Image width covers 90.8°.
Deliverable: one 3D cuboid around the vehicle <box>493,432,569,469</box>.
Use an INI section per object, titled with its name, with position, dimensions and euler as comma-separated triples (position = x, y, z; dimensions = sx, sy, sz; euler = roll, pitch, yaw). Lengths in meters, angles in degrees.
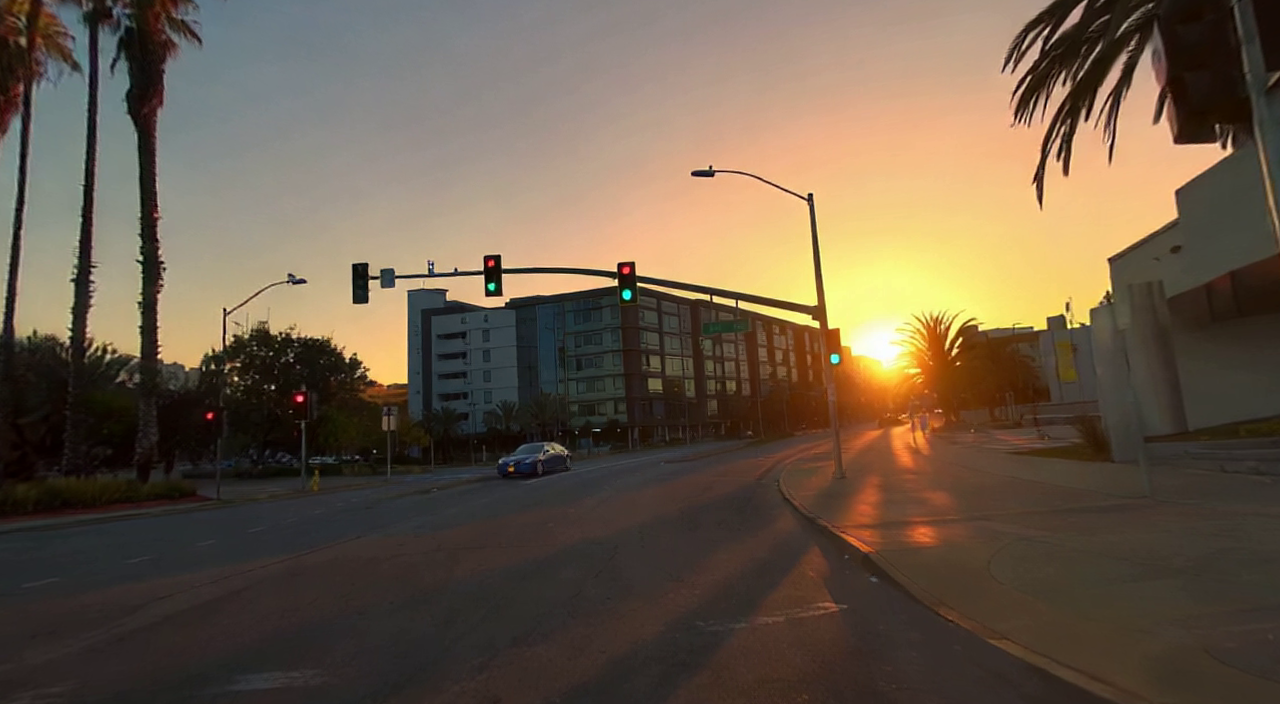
[vehicle]
position = -5.675, 5.234, 33.624
dimensions = 2.181, 1.792, 4.648
euler = -3, -9, 16
